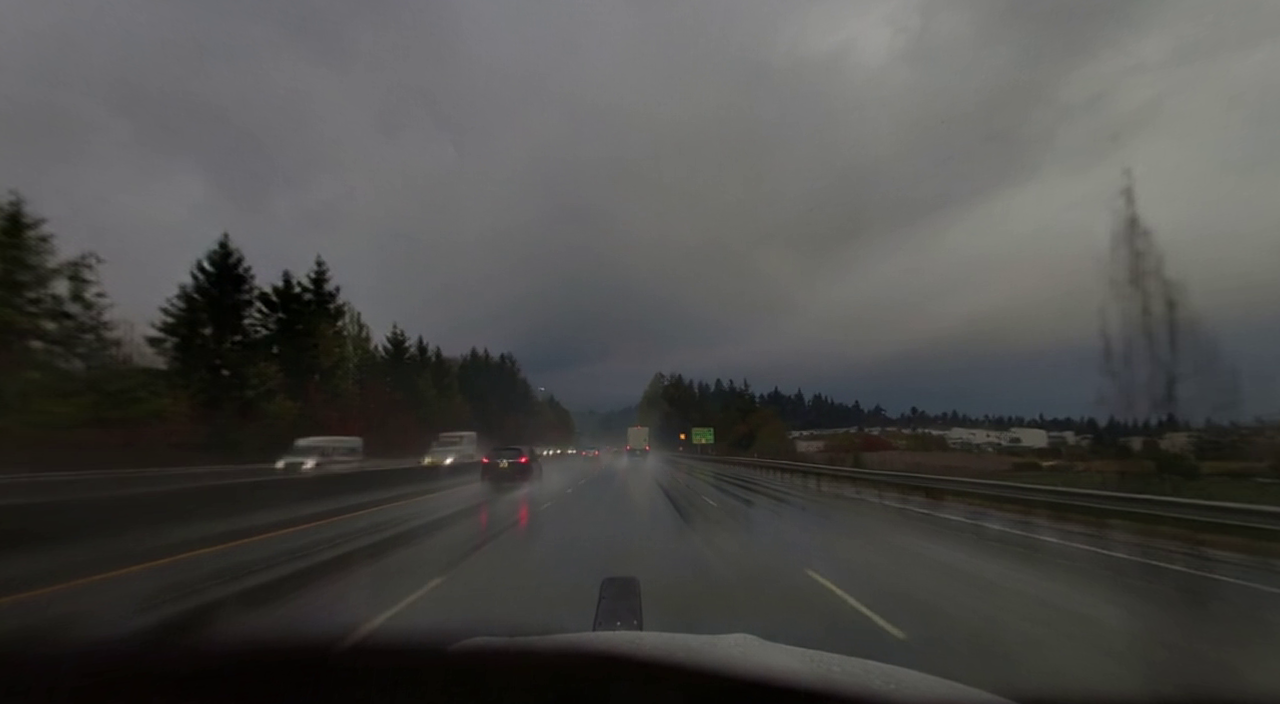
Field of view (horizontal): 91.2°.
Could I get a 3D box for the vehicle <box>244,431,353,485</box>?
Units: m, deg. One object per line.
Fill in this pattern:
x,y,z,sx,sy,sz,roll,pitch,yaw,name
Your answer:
-17.075,5.328,31.784,2.330,2.418,5.463,-1,-9,1,vehicle

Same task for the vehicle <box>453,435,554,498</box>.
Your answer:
-4.032,3.477,19.337,2.151,1.693,4.201,-1,-9,0,vehicle

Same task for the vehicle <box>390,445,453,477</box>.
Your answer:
-13.060,6.512,37.772,2.170,1.748,4.308,-1,-9,0,vehicle
